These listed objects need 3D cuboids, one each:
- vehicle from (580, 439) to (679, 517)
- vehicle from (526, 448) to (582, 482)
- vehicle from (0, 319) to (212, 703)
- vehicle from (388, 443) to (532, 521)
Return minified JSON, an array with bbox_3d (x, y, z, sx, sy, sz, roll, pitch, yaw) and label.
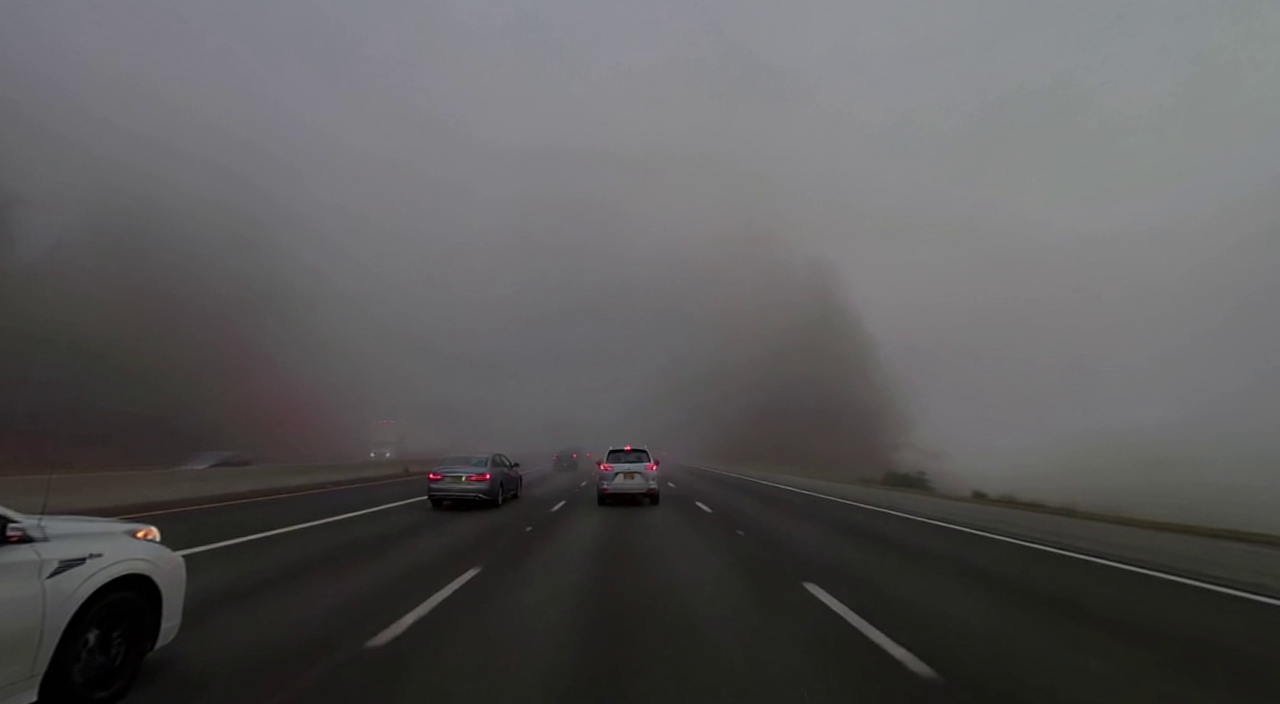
[{"bbox_3d":[-0.235,2.834,14.569,1.996,1.574,3.426,0,-9,-1],"label":"vehicle"},{"bbox_3d":[-4.060,5.403,30.464,1.999,1.484,4.269,0,-9,1],"label":"vehicle"},{"bbox_3d":[-3.961,0.618,1.559,2.243,1.889,4.949,0,-9,1],"label":"vehicle"},{"bbox_3d":[-3.871,2.877,14.491,1.988,1.501,4.438,0,-9,0],"label":"vehicle"}]
